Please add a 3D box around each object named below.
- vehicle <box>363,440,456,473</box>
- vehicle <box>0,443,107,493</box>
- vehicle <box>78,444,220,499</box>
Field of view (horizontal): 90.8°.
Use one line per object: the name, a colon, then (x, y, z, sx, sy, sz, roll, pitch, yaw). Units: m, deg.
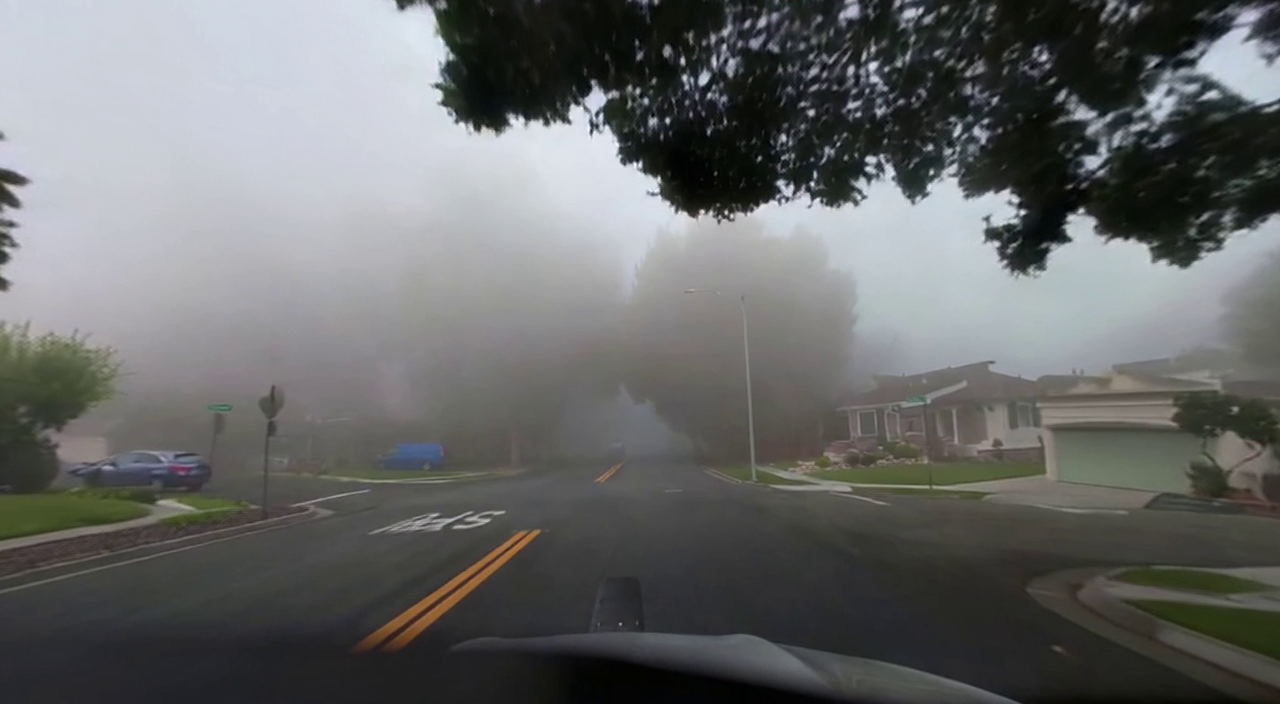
vehicle: (-13.776, 6.237, 38.077, 2.145, 1.839, 4.837, -6, -10, 34)
vehicle: (-25.177, 4.779, 26.479, 5.987, 1.881, 2.249, -5, -10, 30)
vehicle: (-17.528, 4.193, 22.537, 4.876, 1.763, 2.016, -5, -10, 27)
